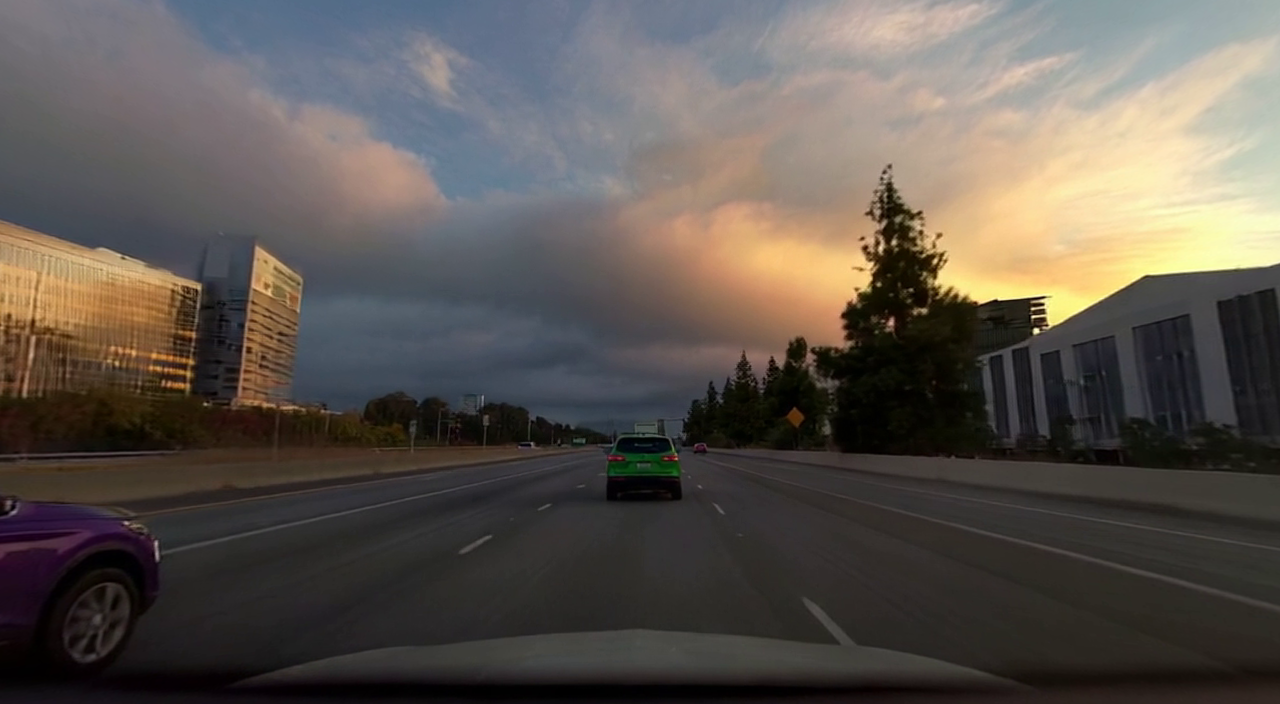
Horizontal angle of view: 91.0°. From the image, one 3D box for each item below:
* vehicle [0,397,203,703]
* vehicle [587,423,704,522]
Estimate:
[{"bbox_3d":[-4.006,0.837,2.088,1.969,1.520,4.190,0,-9,2],"label":"vehicle"},{"bbox_3d":[0.149,2.511,13.609,2.111,1.742,4.315,0,-9,1],"label":"vehicle"}]
